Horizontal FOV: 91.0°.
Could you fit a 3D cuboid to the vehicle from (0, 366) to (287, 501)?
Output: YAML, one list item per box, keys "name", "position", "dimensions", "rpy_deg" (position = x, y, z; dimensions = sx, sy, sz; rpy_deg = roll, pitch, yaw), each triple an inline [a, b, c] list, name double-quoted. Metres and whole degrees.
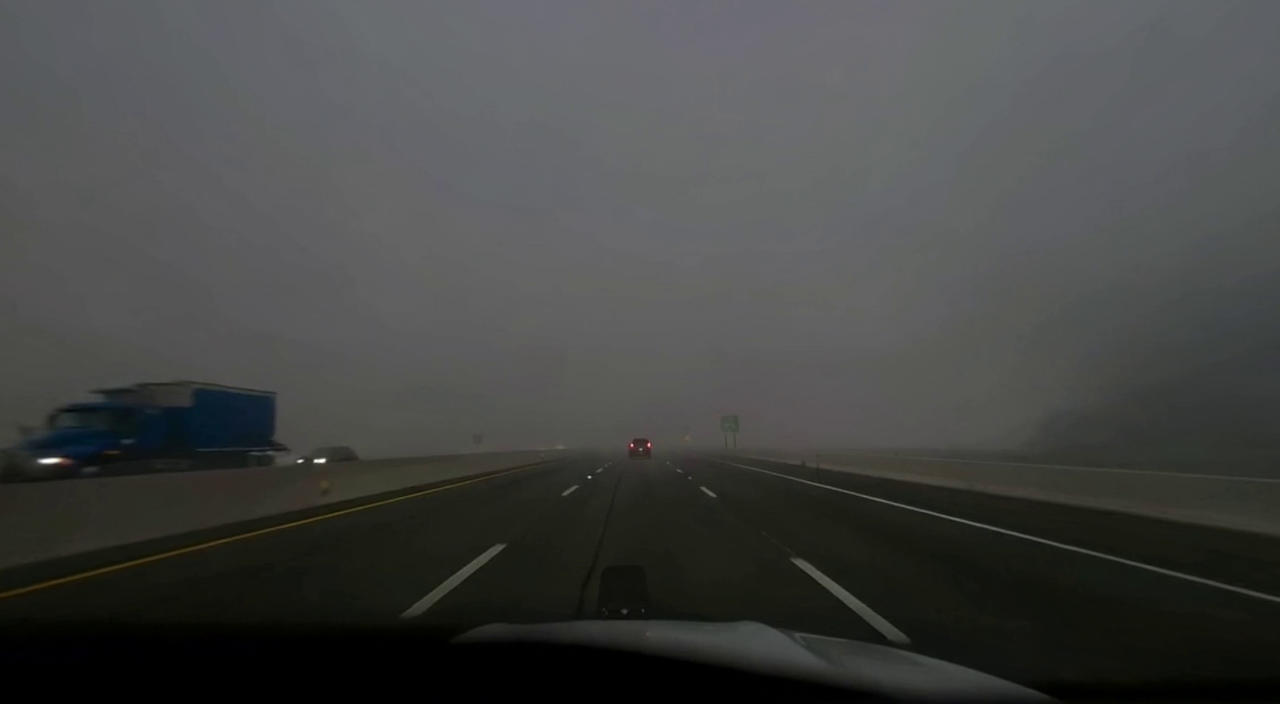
- name: "vehicle"
  position: [-17.659, 3.098, 23.447]
  dimensions: [3.016, 3.899, 10.357]
  rpy_deg: [0, -8, -1]

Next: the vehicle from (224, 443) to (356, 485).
- name: "vehicle"
  position: [-17.847, 5.727, 32.868]
  dimensions: [2.585, 1.877, 7.721]
  rpy_deg: [0, -8, -1]
